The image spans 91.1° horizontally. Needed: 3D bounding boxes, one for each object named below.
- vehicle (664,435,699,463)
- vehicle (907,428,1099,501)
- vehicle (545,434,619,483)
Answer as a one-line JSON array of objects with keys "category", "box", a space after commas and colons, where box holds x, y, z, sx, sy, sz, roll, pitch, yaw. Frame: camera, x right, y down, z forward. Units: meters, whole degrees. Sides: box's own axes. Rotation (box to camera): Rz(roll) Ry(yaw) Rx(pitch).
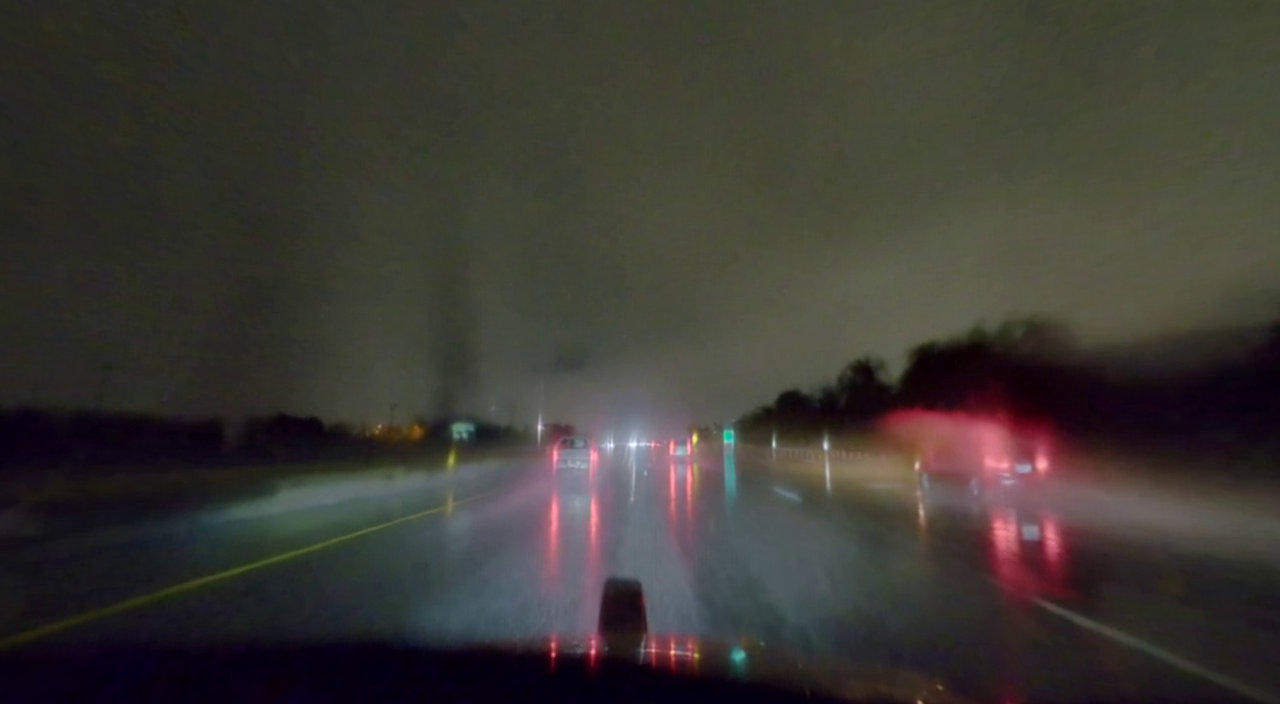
[{"category": "vehicle", "box": [2.618, 6.220, 40.519, 2.063, 1.698, 4.355, 0, -8, 2]}, {"category": "vehicle", "box": [8.662, 2.721, 15.662, 1.870, 1.493, 5.015, 0, -8, 1]}, {"category": "vehicle", "box": [-1.936, 3.734, 22.333, 2.050, 1.546, 4.344, 0, -8, 2]}]
